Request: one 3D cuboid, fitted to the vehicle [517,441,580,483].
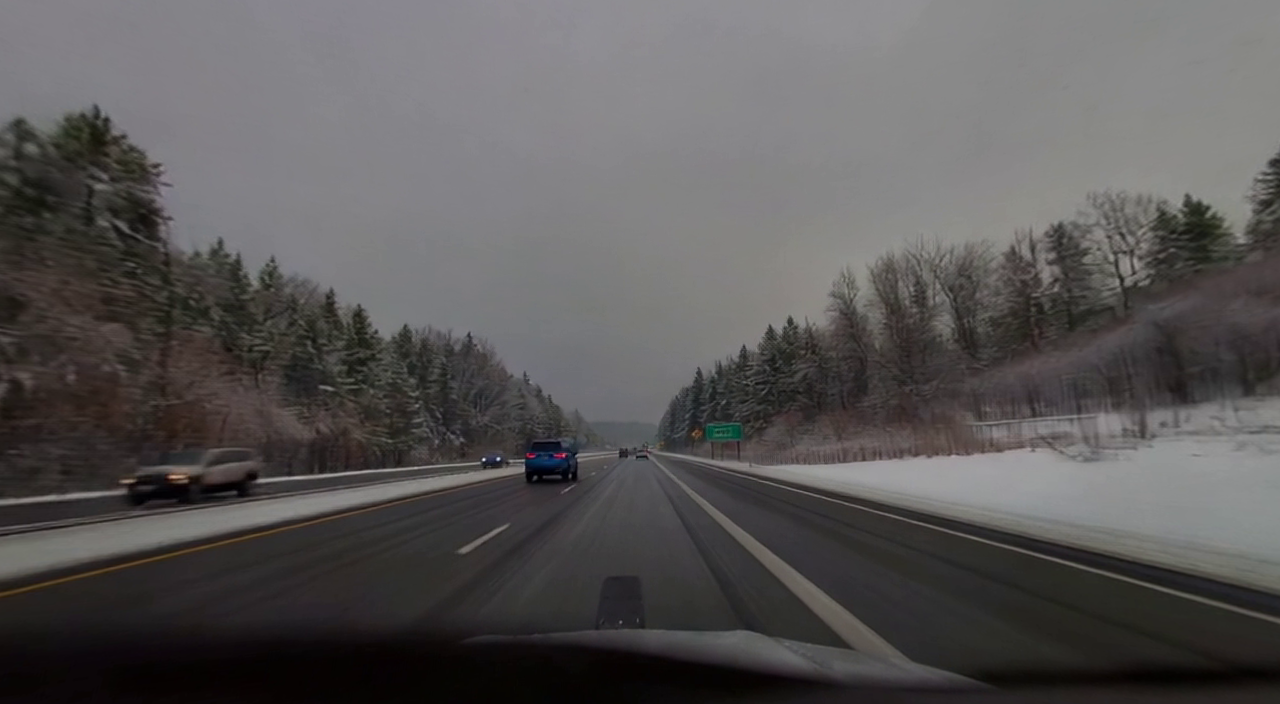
[{"bbox_3d":[-4.004,4.902,28.493,2.110,1.727,4.607,0,-9,1],"label":"vehicle"}]

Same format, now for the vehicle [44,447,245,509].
[{"bbox_3d":[-13.171,3.331,17.200,1.954,1.462,4.239,0,-9,1],"label":"vehicle"}]
